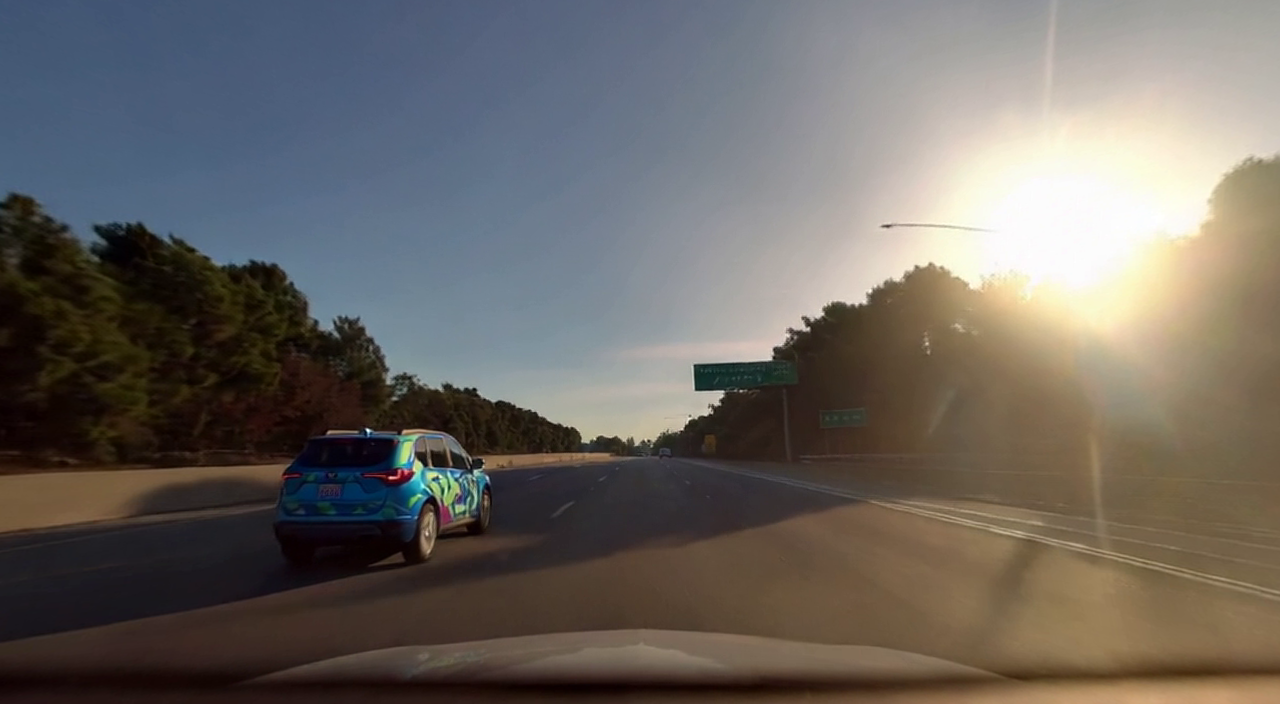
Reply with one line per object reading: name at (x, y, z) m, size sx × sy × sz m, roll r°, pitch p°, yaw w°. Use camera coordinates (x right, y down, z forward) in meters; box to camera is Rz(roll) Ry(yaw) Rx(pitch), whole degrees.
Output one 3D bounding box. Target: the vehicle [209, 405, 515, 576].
vehicle at (-3.433, 1.819, 9.117) m, size 2.183 × 1.803 × 4.685 m, roll 0°, pitch -8°, yaw 1°
